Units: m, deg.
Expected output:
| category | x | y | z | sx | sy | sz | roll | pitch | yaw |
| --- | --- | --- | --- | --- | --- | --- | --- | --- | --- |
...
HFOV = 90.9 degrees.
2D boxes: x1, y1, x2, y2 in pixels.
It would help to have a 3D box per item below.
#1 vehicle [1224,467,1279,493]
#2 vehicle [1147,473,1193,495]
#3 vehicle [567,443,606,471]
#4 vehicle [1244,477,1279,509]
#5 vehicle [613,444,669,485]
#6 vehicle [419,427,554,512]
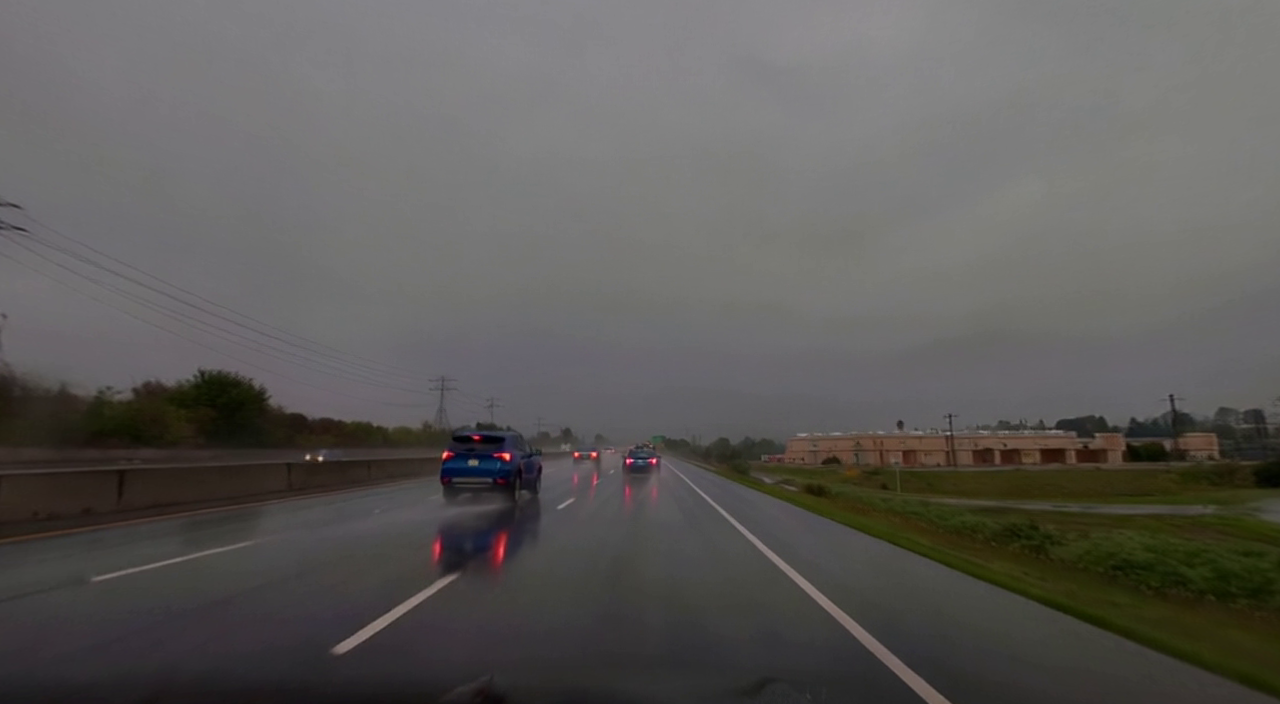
| category | x | y | z | sx | sy | sz | roll | pitch | yaw |
| --- | --- | --- | --- | --- | --- | --- | --- | --- | --- |
| vehicle | 47.684 | 9.906 | 48.934 | 4.590 | 1.756 | 2.059 | 5 | -10 | -30 |
| vehicle | 39.783 | 9.851 | 47.283 | 4.203 | 1.418 | 1.942 | 8 | -12 | -42 |
| vehicle | -3.439 | 6.785 | 41.014 | 1.993 | 1.717 | 4.321 | -1 | -8 | 2 |
| vehicle | 36.637 | 8.135 | 36.536 | 1.844 | 1.467 | 4.653 | -7 | -11 | 38 |
| vehicle | 0.020 | 4.376 | 24.866 | 2.047 | 1.473 | 3.978 | 0 | -8 | 0 |
| vehicle | -3.603 | 2.861 | 15.863 | 2.133 | 1.789 | 4.518 | -1 | -8 | 2 |
